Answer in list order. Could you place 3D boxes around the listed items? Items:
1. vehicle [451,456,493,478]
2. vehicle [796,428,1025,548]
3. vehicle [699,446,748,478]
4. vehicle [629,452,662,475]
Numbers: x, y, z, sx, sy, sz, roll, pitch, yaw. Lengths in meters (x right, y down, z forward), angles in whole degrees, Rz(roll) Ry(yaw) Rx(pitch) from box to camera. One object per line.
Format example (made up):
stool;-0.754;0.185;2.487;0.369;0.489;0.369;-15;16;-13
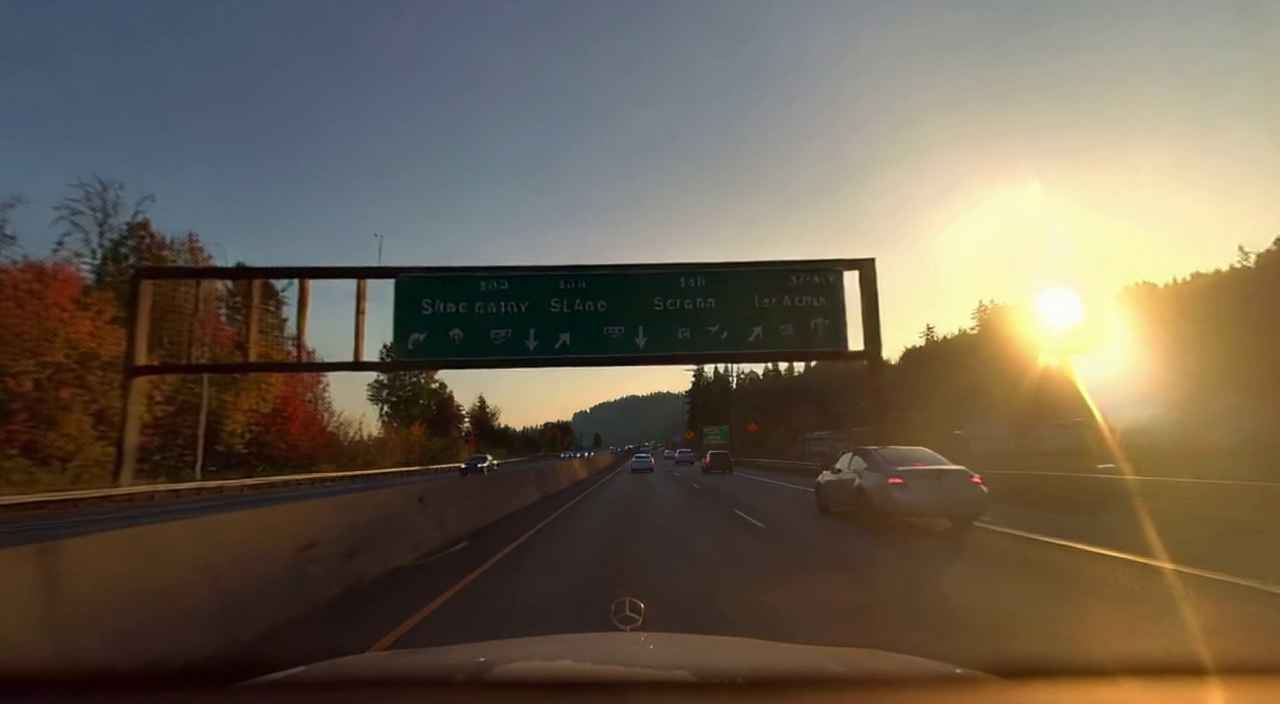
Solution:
vehicle;-12.196;8.374;45.939;1.830;1.463;4.503;0;-9;0
vehicle;4.281;2.224;10.954;1.969;1.639;4.472;0;-9;0
vehicle;4.317;5.758;33.159;1.935;1.594;3.981;0;-9;-1
vehicle;0.343;7.059;40.050;2.012;1.320;3.777;0;-9;1
